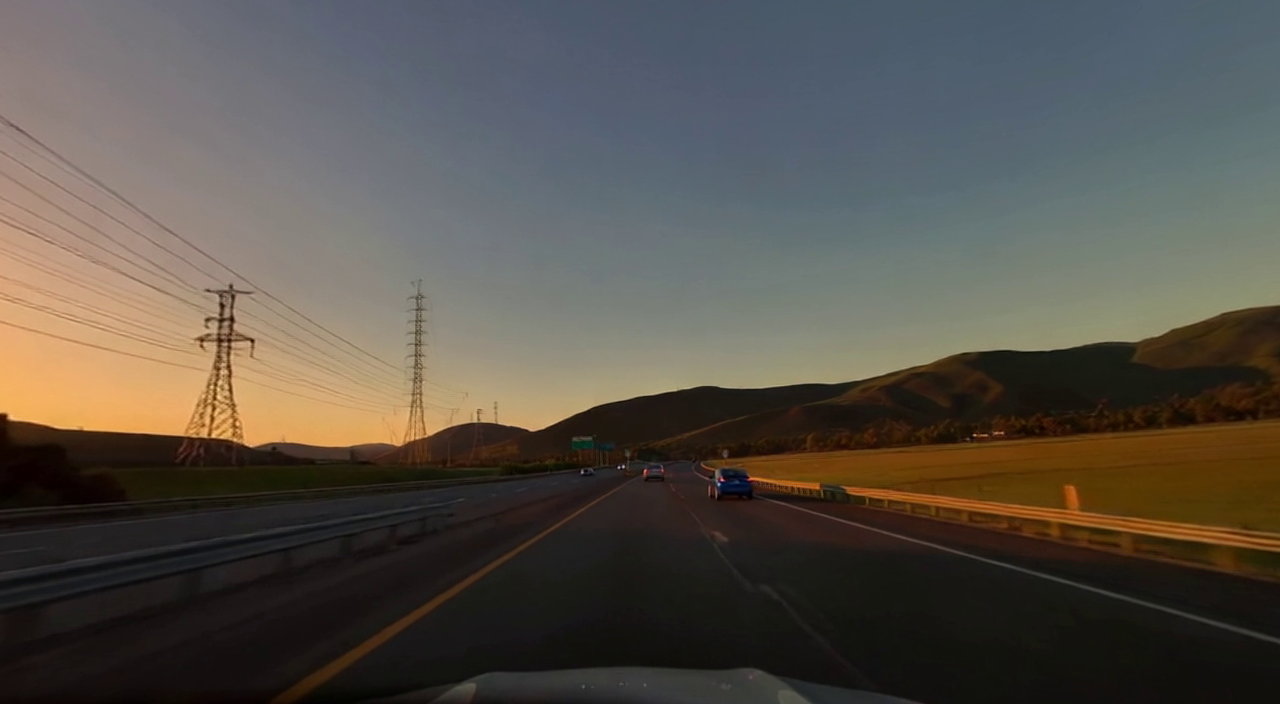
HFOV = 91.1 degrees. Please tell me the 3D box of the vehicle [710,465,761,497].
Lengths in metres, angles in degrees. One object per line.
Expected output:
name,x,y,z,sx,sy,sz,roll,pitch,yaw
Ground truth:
vehicle,4.896,6.669,32.706,1.985,1.521,3.904,1,-10,-1
